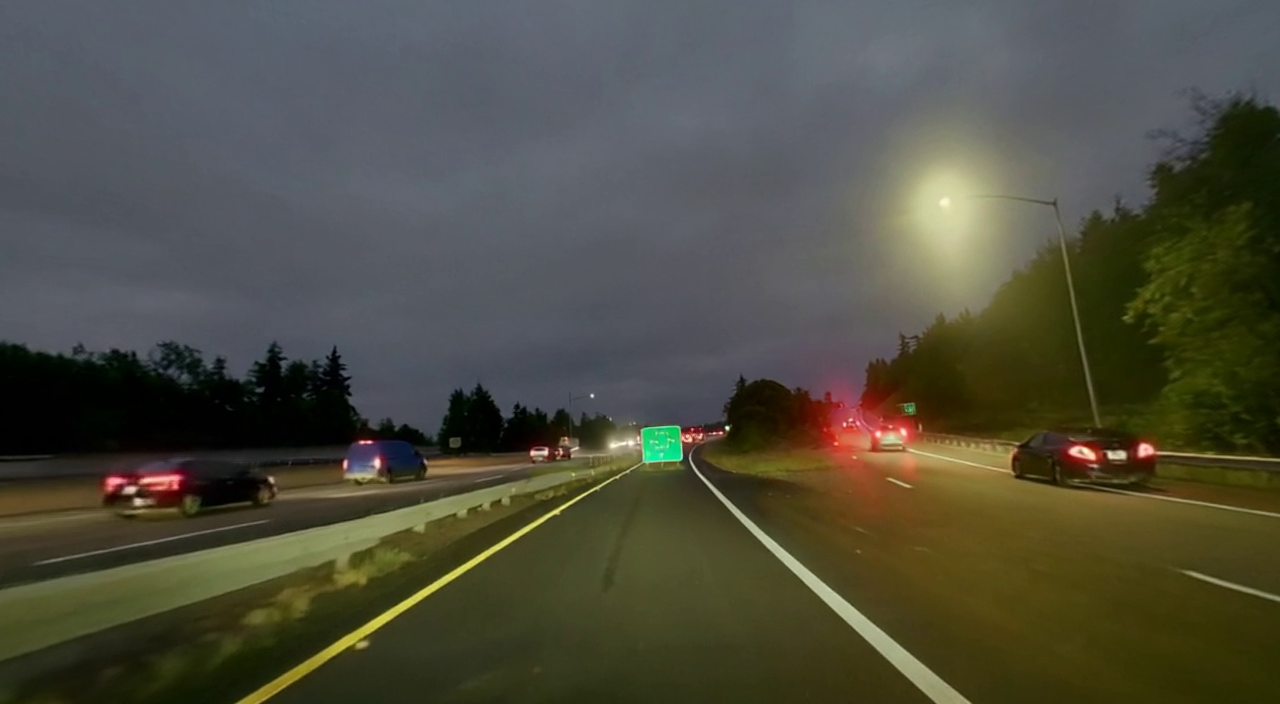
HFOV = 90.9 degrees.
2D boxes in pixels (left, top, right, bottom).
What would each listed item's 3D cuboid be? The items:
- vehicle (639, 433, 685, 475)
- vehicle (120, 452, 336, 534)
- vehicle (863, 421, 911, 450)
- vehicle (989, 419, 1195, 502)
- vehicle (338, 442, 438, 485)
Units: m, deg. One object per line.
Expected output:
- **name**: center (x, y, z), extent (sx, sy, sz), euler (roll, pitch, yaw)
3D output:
- **vehicle**: center (1.024, 4.917, 30.593), extent (2.043, 1.821, 4.558), euler (-1, -8, 1)
- **vehicle**: center (-9.247, 3.142, 14.726), extent (1.896, 1.543, 4.429), euler (-1, -8, 3)
- **vehicle**: center (16.672, 5.697, 42.834), extent (2.167, 1.798, 4.838), euler (-2, -8, 12)
- **vehicle**: center (10.492, 2.548, 15.212), extent (2.098, 1.654, 4.637), euler (-2, -8, 9)
- **vehicle**: center (-12.771, 5.661, 32.598), extent (2.298, 1.964, 6.364), euler (-1, -8, 3)
